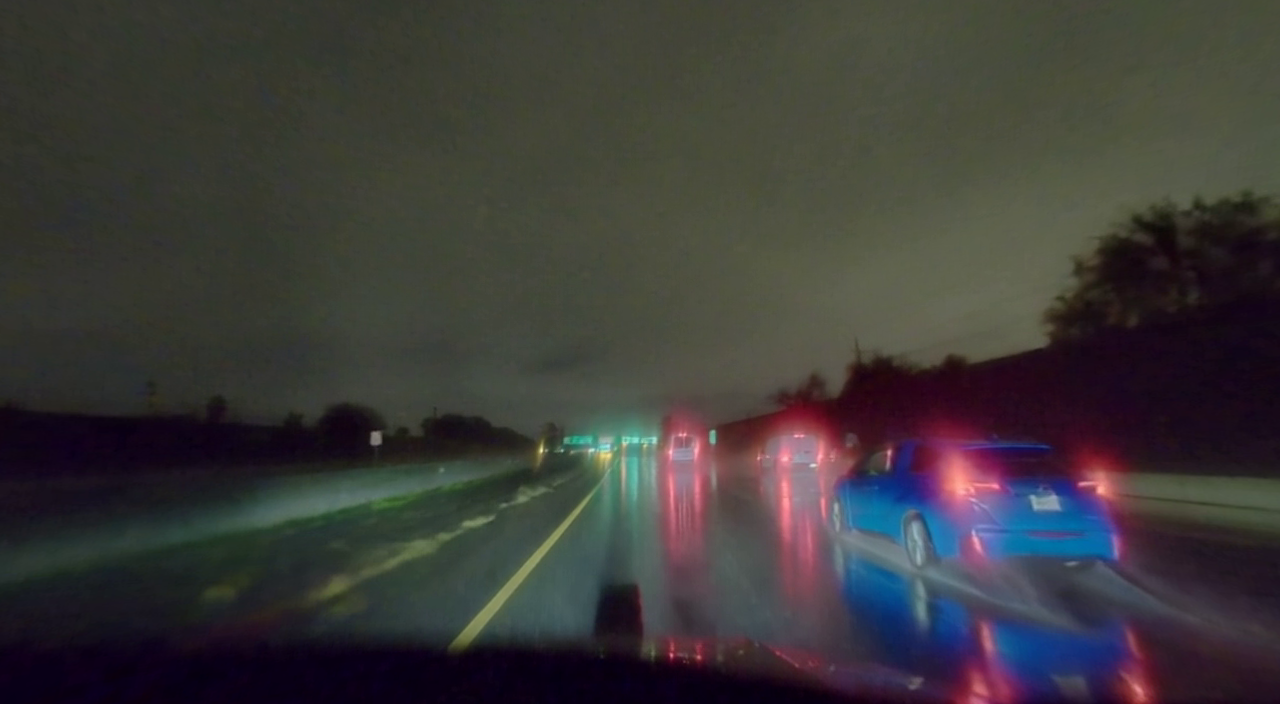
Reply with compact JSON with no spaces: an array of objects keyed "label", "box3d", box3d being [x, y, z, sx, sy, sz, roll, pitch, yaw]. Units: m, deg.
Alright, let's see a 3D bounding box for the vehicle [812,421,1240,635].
[{"label":"vehicle","box3d":[3.553,1.679,7.003,2.002,1.604,4.265,0,-9,-1]}]
